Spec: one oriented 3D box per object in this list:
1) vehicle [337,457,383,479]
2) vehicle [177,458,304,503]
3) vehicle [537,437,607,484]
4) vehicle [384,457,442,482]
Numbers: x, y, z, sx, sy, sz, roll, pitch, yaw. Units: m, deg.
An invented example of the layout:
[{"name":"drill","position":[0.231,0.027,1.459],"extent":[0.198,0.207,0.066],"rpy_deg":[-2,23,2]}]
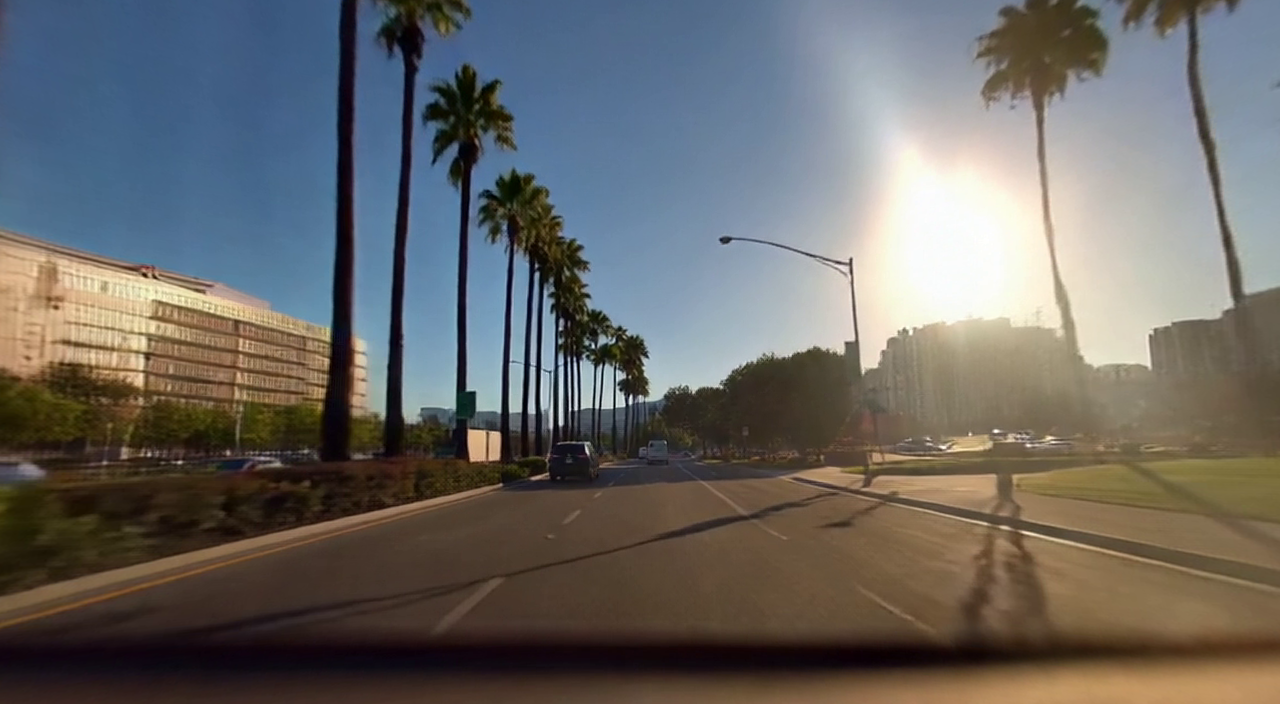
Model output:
[{"name":"vehicle","position":[-22.088,9.088,49.495],"extent":[2.079,1.515,4.616],"rpy_deg":[7,-11,-39]},{"name":"vehicle","position":[-16.023,5.132,25.522],"extent":[2.195,1.559,4.362],"rpy_deg":[0,-8,2]},{"name":"vehicle","position":[-2.757,4.540,26.647],"extent":[2.188,1.819,4.667],"rpy_deg":[-1,-8,4]},{"name":"vehicle","position":[-15.532,8.035,43.204],"extent":[2.255,1.551,4.298],"rpy_deg":[0,-8,2]}]
